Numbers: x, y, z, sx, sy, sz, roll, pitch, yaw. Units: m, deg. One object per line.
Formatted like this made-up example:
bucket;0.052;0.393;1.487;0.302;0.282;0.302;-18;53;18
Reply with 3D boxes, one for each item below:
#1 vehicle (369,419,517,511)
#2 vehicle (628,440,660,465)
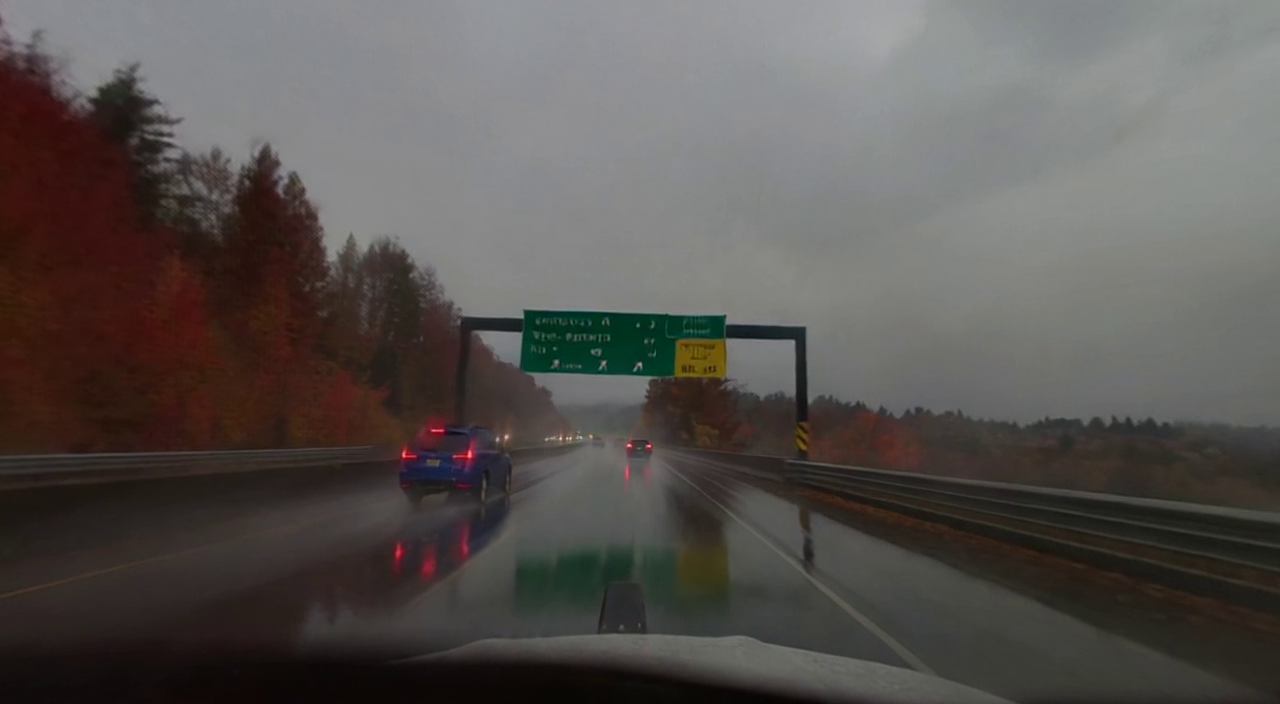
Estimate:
vehicle;-4.167;2.458;14.126;1.924;1.720;4.195;0;-8;0
vehicle;0.231;6.518;41.015;1.939;1.497;3.863;0;-8;-1
